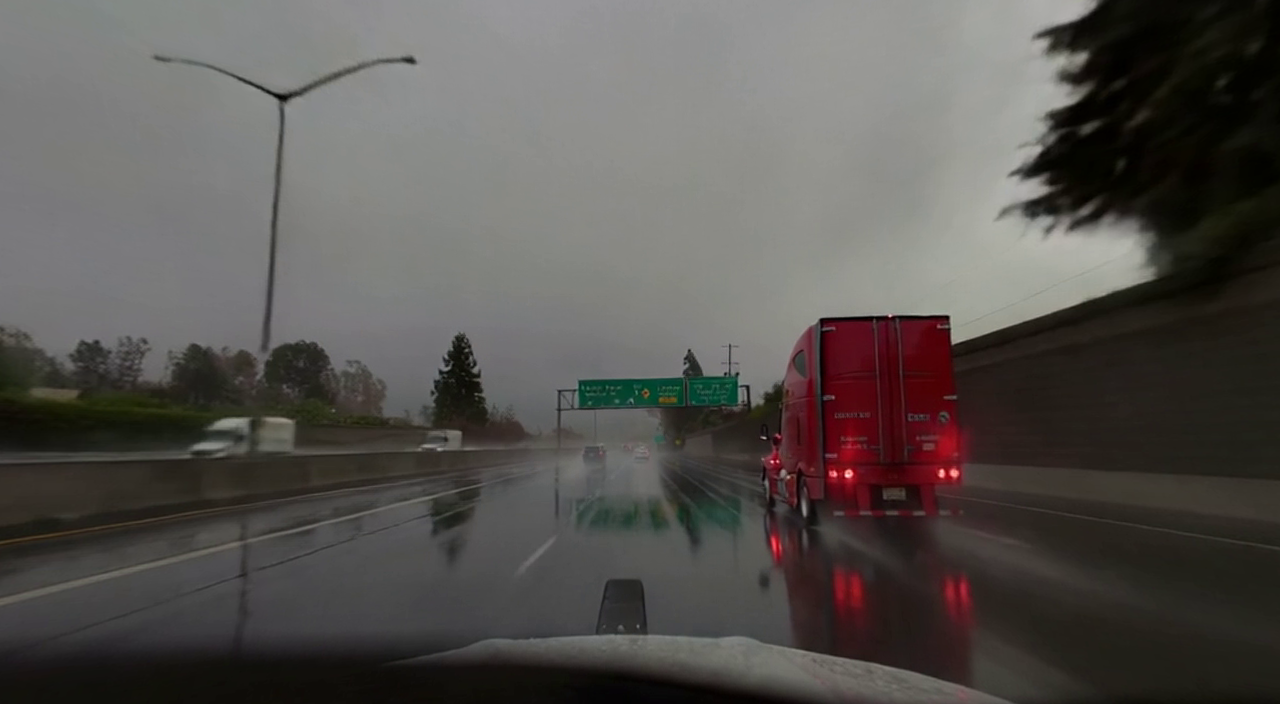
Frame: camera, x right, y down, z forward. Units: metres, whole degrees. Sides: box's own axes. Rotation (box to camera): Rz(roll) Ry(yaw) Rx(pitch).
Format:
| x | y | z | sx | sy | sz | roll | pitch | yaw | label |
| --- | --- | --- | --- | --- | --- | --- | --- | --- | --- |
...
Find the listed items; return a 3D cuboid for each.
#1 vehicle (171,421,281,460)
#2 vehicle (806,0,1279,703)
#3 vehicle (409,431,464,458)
| x | y | z | sx | sy | sz | roll | pitch | yaw | label |
| --- | --- | --- | --- | --- | --- | --- | --- | --- | --- |
| -17.817 | 3.867 | 27.357 | 1.972 | 1.514 | 4.040 | 0 | -9 | 0 | vehicle |
| 3.961 | -0.401 | 1.595 | 2.899 | 4.078 | 16.430 | 0 | -9 | 1 | vehicle |
| -14.289 | 6.552 | 44.459 | 2.205 | 1.808 | 4.768 | 0 | -9 | 1 | vehicle |
